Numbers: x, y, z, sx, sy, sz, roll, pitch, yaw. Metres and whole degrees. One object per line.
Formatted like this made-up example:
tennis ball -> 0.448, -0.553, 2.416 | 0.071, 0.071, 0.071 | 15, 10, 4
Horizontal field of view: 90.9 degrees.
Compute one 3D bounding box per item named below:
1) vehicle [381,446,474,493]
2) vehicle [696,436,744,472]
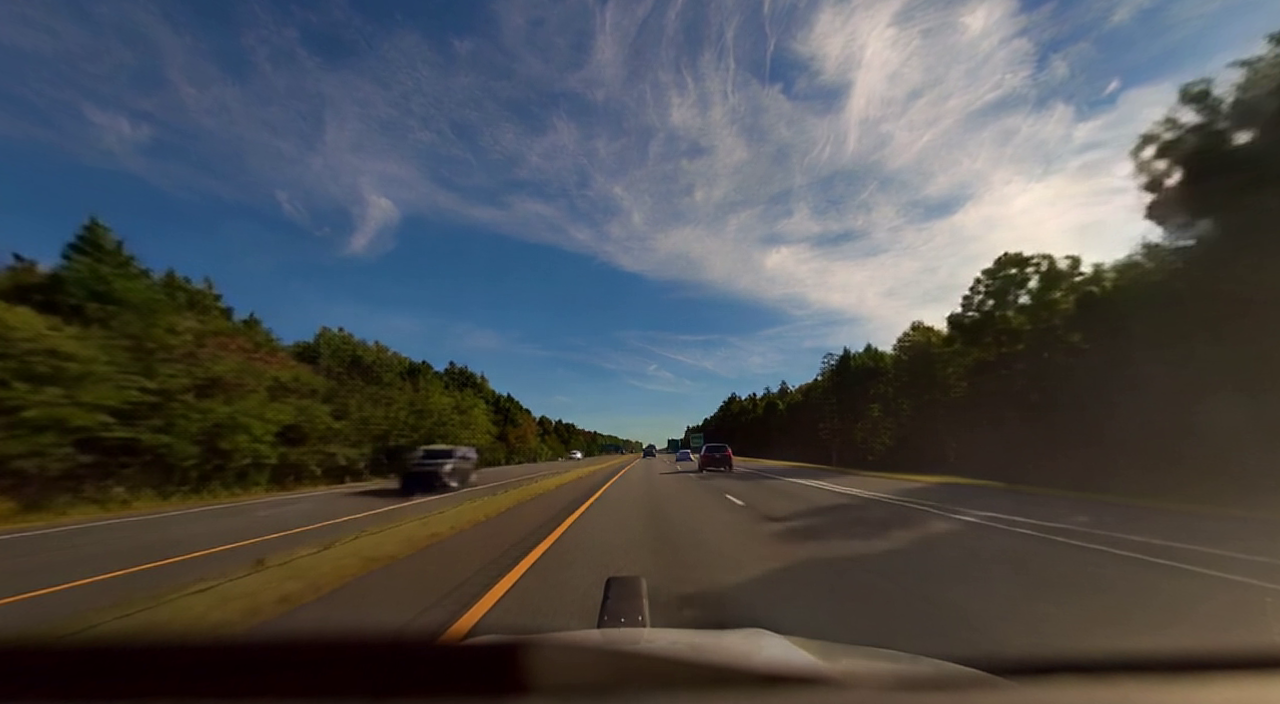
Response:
vehicle -> -8.598, 4.775, 26.019 | 2.094, 1.707, 4.766 | 0, -9, 0
vehicle -> 4.709, 6.112, 37.808 | 2.189, 2.007, 4.872 | 0, -9, -1
